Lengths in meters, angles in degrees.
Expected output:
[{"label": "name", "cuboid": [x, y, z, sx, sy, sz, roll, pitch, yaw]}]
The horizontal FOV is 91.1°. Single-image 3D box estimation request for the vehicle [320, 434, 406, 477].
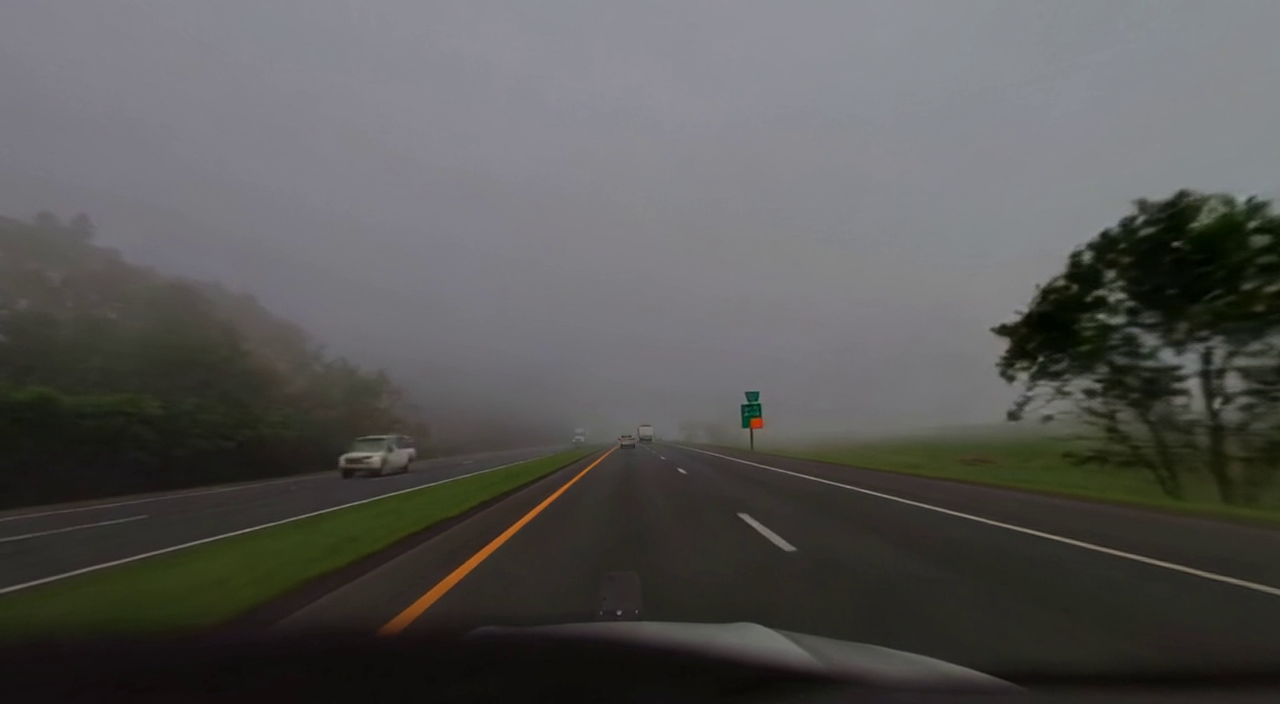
[{"label": "vehicle", "cuboid": [-12.532, 4.659, 28.789, 1.975, 1.794, 4.343, 0, -8, 0]}]
